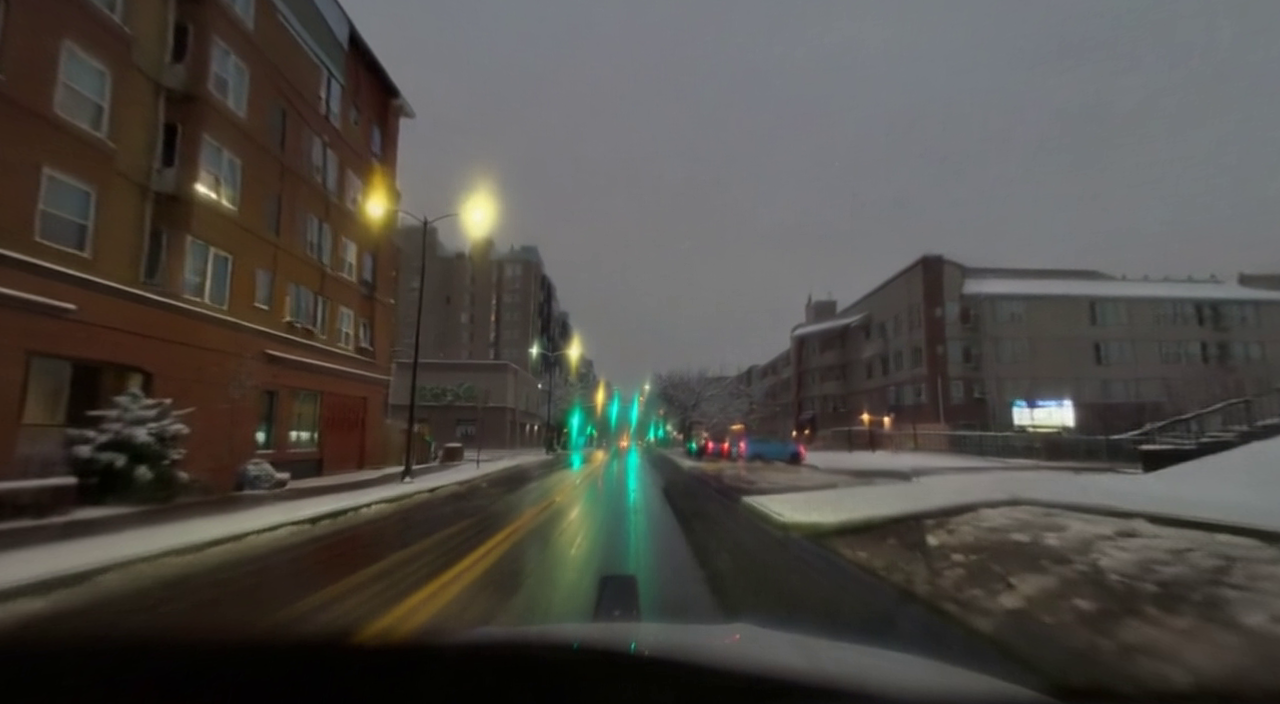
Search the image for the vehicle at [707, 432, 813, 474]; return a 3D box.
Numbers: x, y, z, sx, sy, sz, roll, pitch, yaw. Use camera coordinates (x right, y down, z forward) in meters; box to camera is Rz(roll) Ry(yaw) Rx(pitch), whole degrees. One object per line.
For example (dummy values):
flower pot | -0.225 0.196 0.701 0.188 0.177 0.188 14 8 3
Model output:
vehicle | 4.758 3.936 24.882 3.844 1.524 1.847 4 -9 -32
